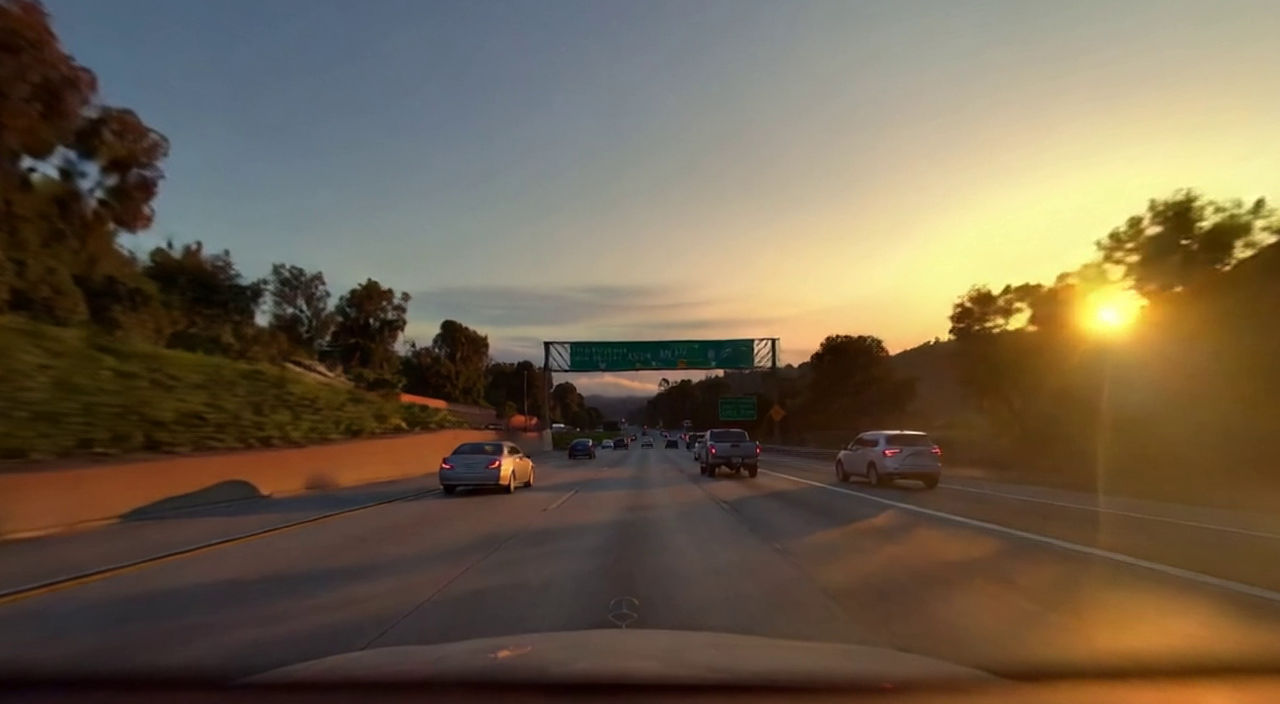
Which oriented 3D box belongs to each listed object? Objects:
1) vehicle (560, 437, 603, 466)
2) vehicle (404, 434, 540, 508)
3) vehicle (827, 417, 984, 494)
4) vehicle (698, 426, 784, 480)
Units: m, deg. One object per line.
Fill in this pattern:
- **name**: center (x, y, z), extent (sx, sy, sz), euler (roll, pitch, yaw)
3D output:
- **vehicle**: center (-3.400, 5.880, 37.425), extent (2.020, 1.628, 4.248), euler (0, -9, 1)
- **vehicle**: center (-3.721, 2.715, 14.803), extent (1.978, 1.473, 4.073), euler (0, -9, 1)
- **vehicle**: center (7.727, 3.114, 19.238), extent (2.291, 1.968, 5.662), euler (0, -9, 0)
- **vehicle**: center (3.947, 4.124, 25.911), extent (2.517, 1.935, 5.552), euler (0, -9, -1)
